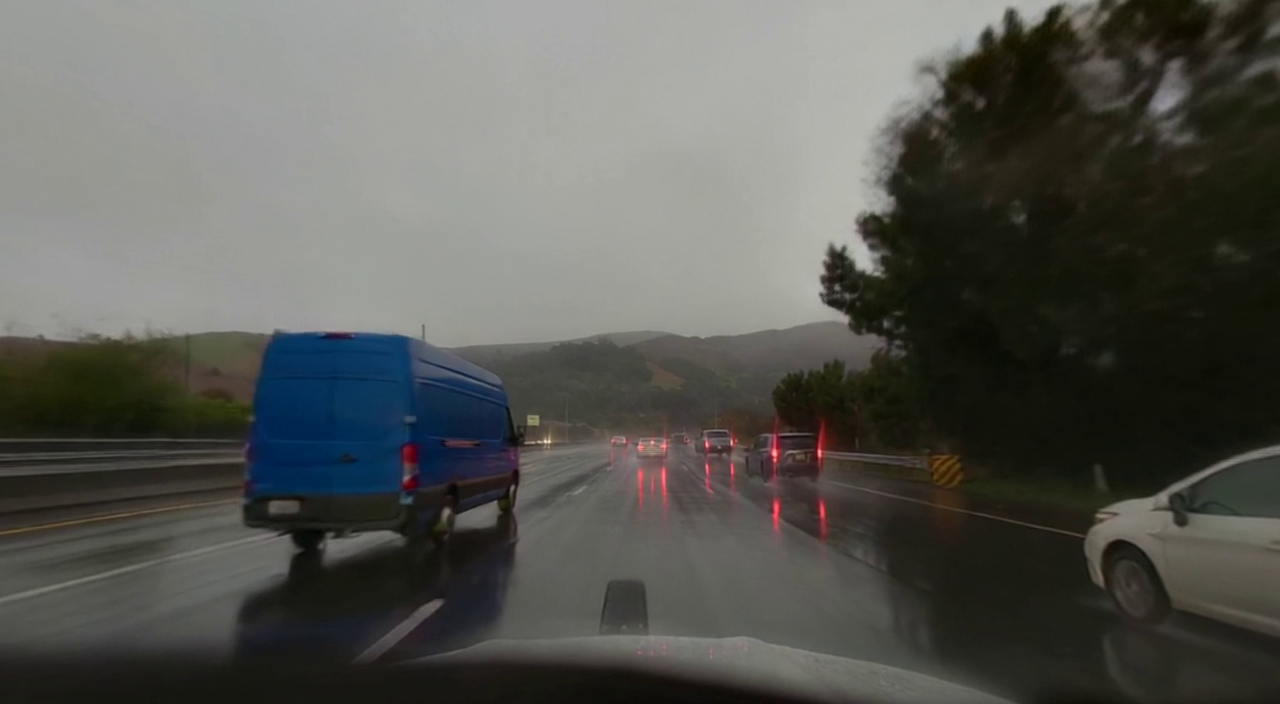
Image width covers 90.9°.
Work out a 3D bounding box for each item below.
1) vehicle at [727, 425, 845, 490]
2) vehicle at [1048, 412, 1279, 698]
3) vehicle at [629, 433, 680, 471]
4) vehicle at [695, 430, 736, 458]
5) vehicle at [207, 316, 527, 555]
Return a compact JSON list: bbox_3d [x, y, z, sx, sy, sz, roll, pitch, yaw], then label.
[{"bbox_3d":[4.063,3.019,18.343,2.270,1.660,4.101,0,-8,-3],"label":"vehicle"},{"bbox_3d":[4.407,1.008,2.931,2.050,1.491,4.362,0,-8,-1],"label":"vehicle"},{"bbox_3d":[0.581,4.338,27.567,2.054,1.504,3.890,0,-8,0],"label":"vehicle"},{"bbox_3d":[5.256,6.495,44.599,2.229,1.837,4.710,0,-8,-1],"label":"vehicle"},{"bbox_3d":[-3.544,1.329,9.951,2.396,2.664,5.735,0,-8,0],"label":"vehicle"}]
